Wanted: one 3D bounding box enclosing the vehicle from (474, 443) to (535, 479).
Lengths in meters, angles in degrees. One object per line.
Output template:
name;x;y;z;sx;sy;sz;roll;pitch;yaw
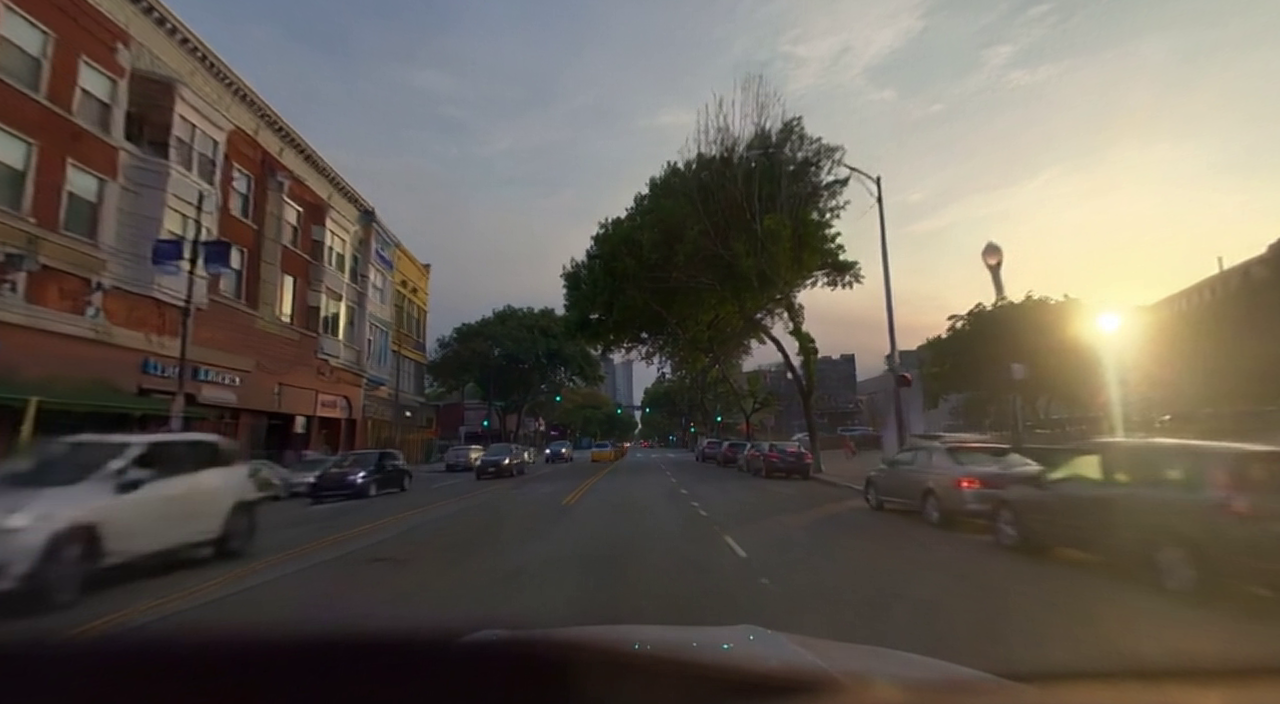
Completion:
vehicle;-6.178;5.003;29.320;1.898;1.532;4.337;0;-8;0

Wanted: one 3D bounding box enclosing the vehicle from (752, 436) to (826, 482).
vehicle;6.056;4.402;26.249;2.047;1.720;4.353;0;-8;0

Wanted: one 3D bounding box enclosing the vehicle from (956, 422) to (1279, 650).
vehicle;5.580;1.676;6.914;1.899;1.642;4.463;0;-8;0

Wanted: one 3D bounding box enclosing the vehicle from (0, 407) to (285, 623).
vehicle;-6.332;1.630;7.100;2.095;1.759;4.413;0;-8;0

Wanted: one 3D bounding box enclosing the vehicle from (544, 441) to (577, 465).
vehicle;-6.210;7.981;49.971;2.020;1.754;4.442;0;-8;0

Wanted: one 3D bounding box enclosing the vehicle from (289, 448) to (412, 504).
vehicle;-9.056;3.868;20.204;1.937;1.548;4.179;0;-8;0
